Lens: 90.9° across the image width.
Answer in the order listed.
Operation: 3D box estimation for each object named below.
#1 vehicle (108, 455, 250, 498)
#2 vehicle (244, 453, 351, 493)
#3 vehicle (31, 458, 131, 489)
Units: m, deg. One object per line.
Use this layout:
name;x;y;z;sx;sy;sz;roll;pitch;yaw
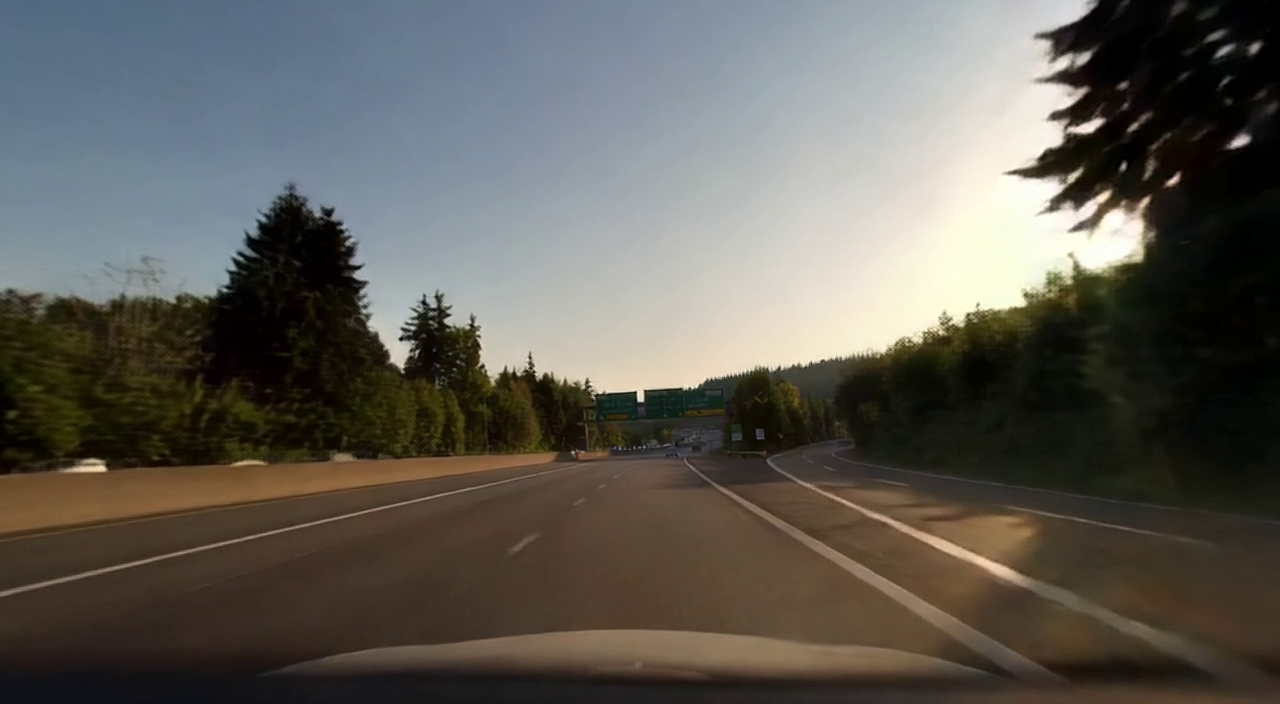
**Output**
vehicle;-17.842;4.809;24.710;2.122;1.492;4.416;0;-9;1
vehicle;-14.033;4.940;26.146;2.014;1.476;4.195;0;-9;1
vehicle;-31.086;6.724;35.260;1.809;1.521;4.768;1;-9;-9
